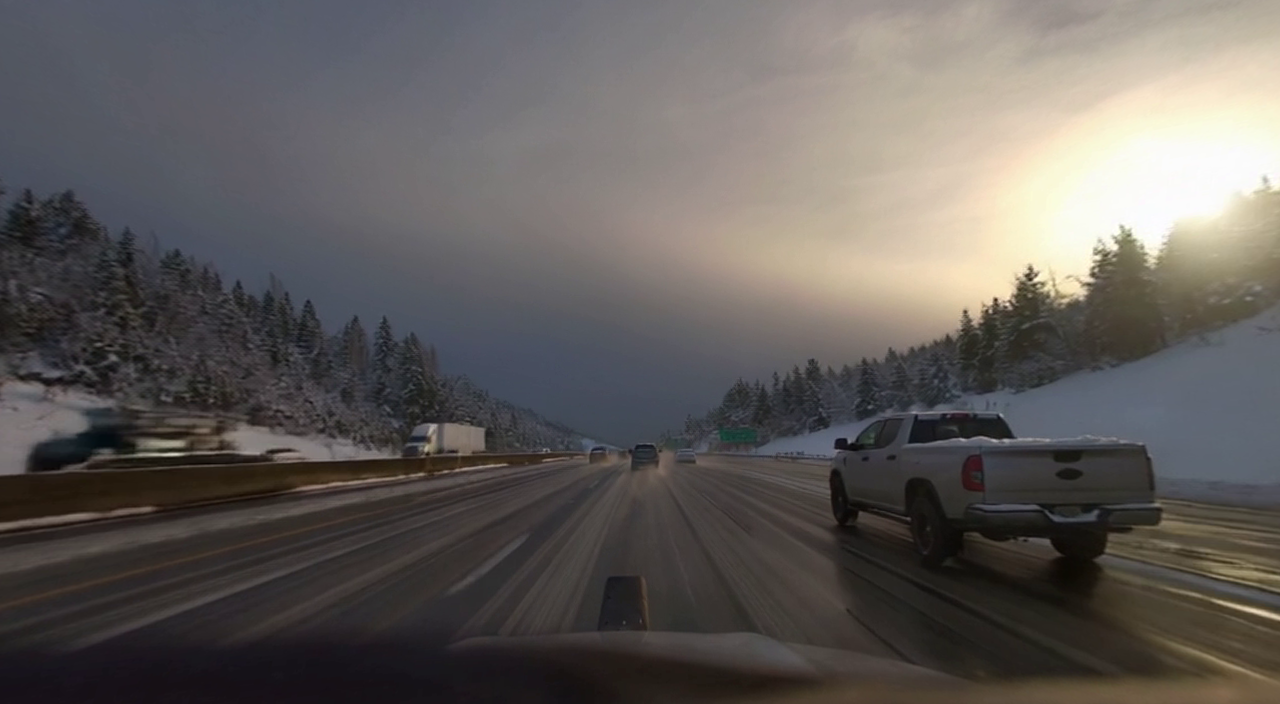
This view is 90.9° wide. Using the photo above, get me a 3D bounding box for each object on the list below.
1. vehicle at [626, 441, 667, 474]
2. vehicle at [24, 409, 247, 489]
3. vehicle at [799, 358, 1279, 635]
[{"bbox_3d":[0.331,5.711,34.461,2.086,1.685,4.206,0,-8,0],"label":"vehicle"},{"bbox_3d":[-16.153,3.186,20.873,2.233,2.227,6.034,0,-8,1],"label":"vehicle"},{"bbox_3d":[4.041,1.456,7.530,2.700,1.980,5.866,0,-8,0],"label":"vehicle"}]
